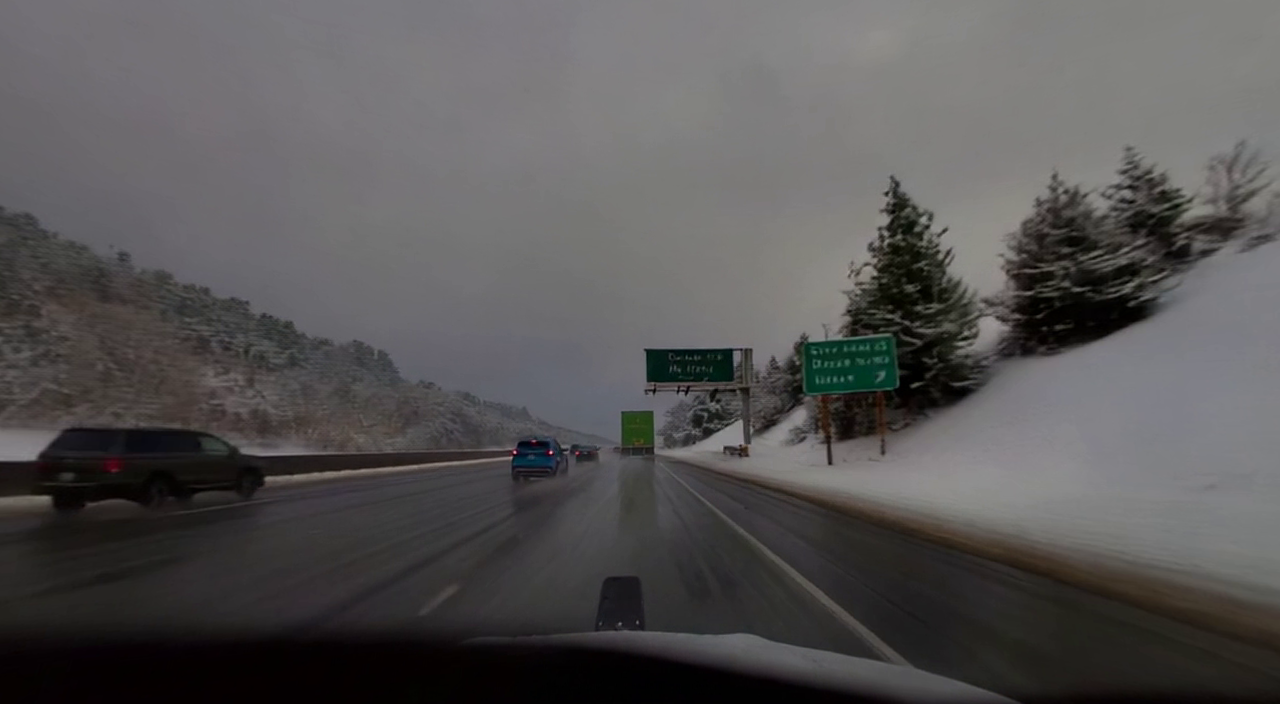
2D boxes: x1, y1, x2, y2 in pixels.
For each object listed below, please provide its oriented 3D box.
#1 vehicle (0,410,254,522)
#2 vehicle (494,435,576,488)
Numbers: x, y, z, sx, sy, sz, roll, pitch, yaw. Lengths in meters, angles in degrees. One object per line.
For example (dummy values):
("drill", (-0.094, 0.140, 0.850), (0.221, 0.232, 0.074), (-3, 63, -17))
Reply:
("vehicle", (-10.930, 2.344, 13.416), (2.111, 1.906, 5.028), (0, -9, 1))
("vehicle", (-3.752, 4.013, 23.451), (2.194, 1.725, 4.698), (0, -9, 1))
